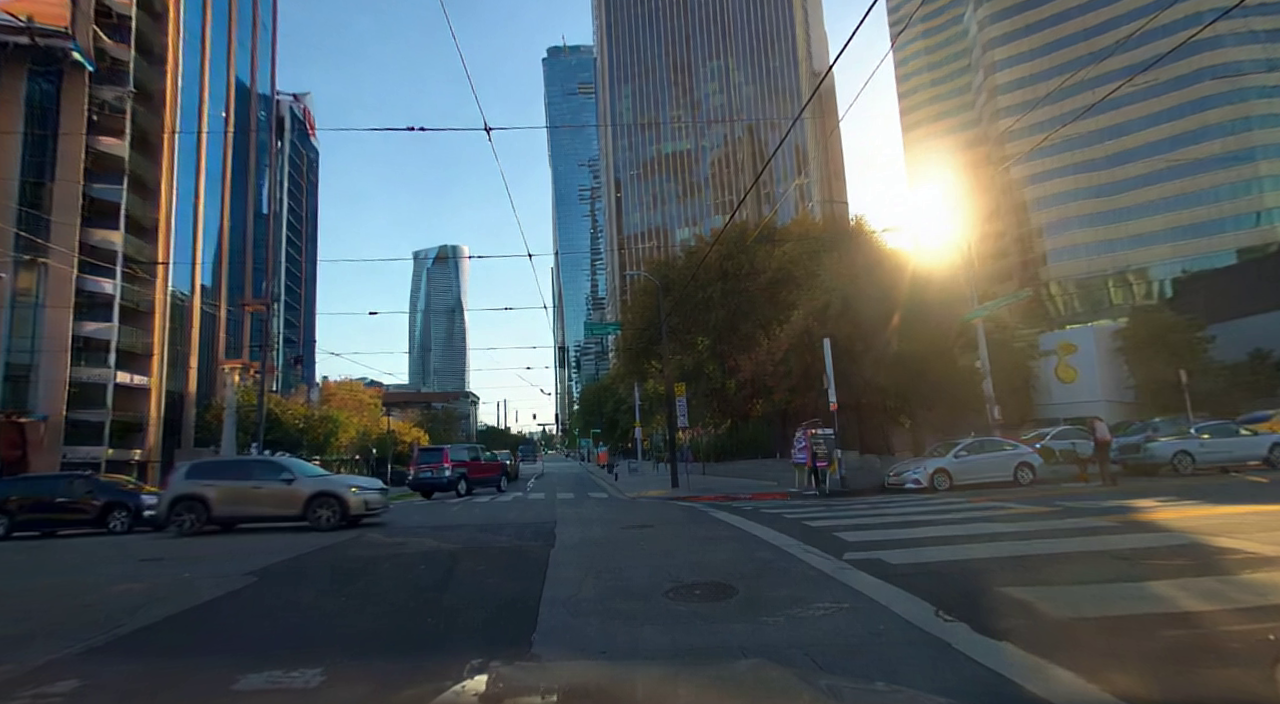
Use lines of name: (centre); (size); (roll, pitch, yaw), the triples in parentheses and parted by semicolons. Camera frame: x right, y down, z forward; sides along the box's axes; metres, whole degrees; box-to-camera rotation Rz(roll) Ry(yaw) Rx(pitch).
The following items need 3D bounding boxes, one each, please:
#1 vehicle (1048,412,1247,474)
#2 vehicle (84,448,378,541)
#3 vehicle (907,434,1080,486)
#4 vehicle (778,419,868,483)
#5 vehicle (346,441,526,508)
vehicle: (16.776, 3.026, 21.066); (4.944, 1.946, 1.952); (0, -8, -3)
vehicle: (-8.269, 2.895, 13.286); (4.629, 1.696, 2.098); (1, -9, -6)
vehicle: (11.411, 3.493, 20.543); (4.697, 1.510, 1.596); (0, -9, -4)
vehicle: (7.548, 4.082, 26.628); (2.316, 2.425, 4.466); (1, -7, -2)
vehicle: (-6.580, 3.908, 20.819); (5.120, 1.910, 2.137); (7, -11, -41)
